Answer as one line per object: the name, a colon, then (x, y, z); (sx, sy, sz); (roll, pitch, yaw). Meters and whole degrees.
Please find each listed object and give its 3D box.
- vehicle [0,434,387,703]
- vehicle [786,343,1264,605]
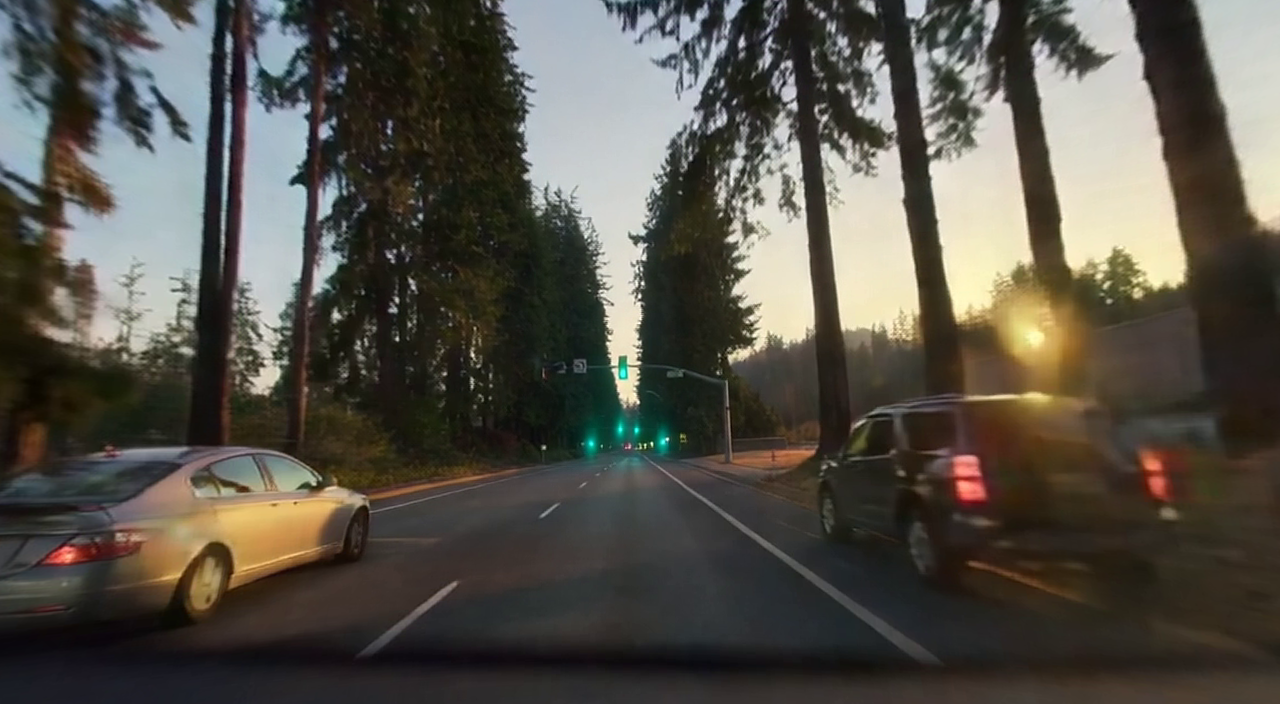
vehicle: (-3.987, 1.455, 5.331); (1.946, 1.437, 4.154); (0, -8, 0)
vehicle: (4.318, 1.604, 9.319); (2.554, 2.388, 6.973); (0, -8, -1)
